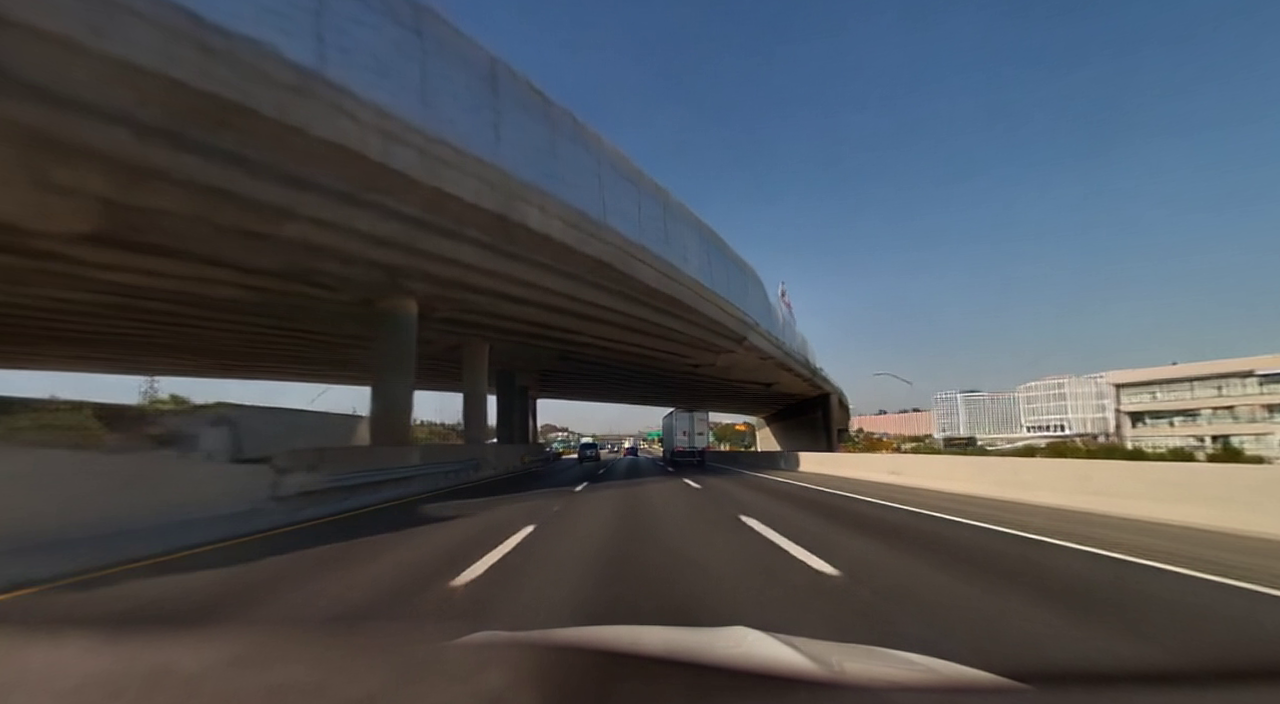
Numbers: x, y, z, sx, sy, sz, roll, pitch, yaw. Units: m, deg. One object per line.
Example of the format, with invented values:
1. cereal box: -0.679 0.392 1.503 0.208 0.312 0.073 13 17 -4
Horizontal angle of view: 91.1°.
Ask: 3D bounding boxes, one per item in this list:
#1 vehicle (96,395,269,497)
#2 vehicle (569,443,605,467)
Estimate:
1. vehicle: -19.979 4.185 28.043 3.041 4.017 5.863 0 -9 0
2. vehicle: -3.598 7.060 43.309 2.100 1.525 4.179 0 -9 0
